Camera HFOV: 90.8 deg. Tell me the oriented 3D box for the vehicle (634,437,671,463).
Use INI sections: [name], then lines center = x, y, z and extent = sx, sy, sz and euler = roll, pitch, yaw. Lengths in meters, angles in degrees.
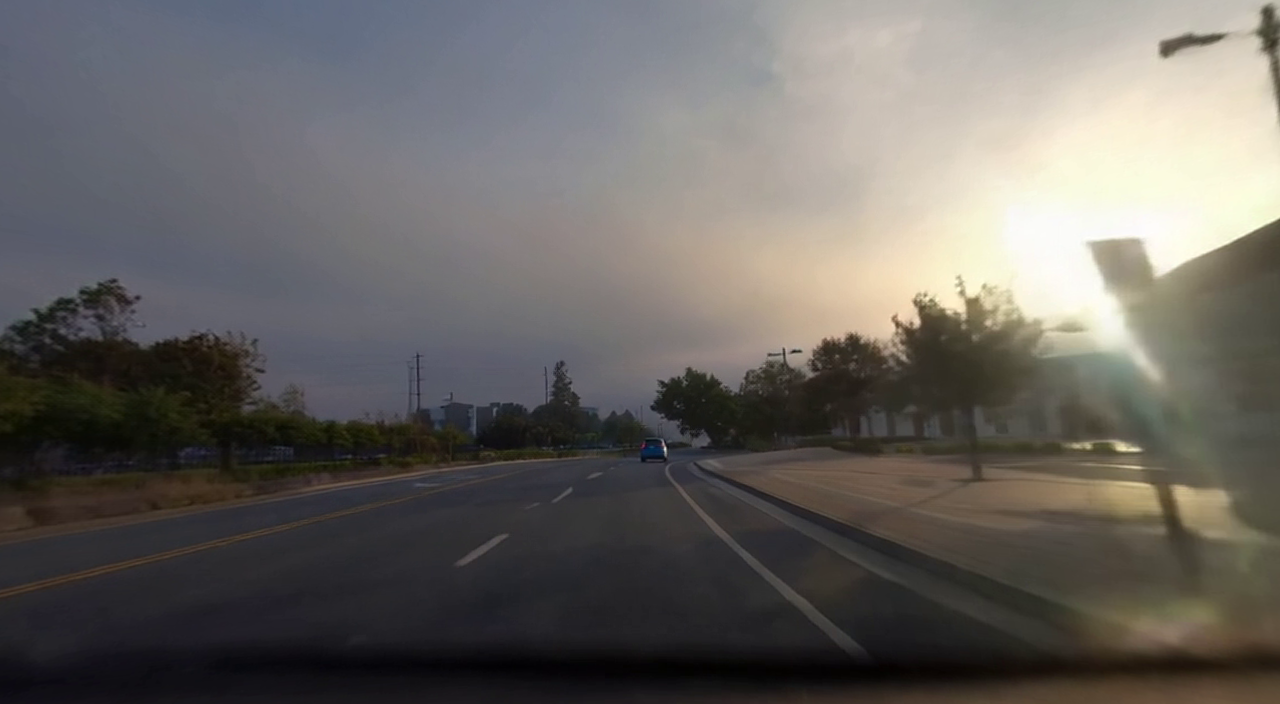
[vehicle]
center = 0.963, 7.180, 46.297
extent = 2.370, 1.781, 4.440
euler = -1, -9, 5
